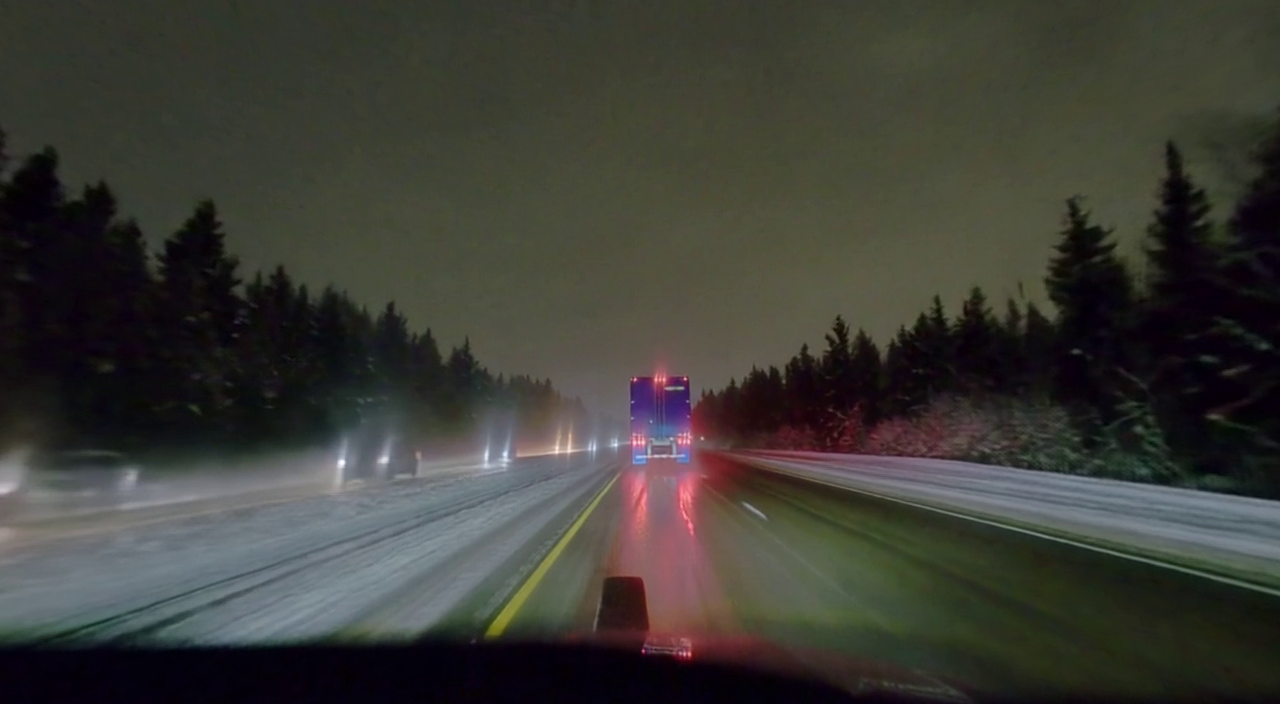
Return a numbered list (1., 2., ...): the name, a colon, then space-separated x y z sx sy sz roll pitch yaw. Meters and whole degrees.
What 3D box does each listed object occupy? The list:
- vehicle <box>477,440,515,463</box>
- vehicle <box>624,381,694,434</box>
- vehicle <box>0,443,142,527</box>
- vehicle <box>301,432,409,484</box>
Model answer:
1. vehicle: -11.341 7.873 49.821 1.873 1.712 4.097 0 -8 2
2. vehicle: 0.646 2.322 25.347 2.509 1.890 4.732 0 -8 -2
3. vehicle: -15.191 3.204 15.512 2.000 1.847 4.664 -2 -8 0
4. vehicle: -11.653 4.367 26.207 2.133 1.942 4.865 0 -8 1
